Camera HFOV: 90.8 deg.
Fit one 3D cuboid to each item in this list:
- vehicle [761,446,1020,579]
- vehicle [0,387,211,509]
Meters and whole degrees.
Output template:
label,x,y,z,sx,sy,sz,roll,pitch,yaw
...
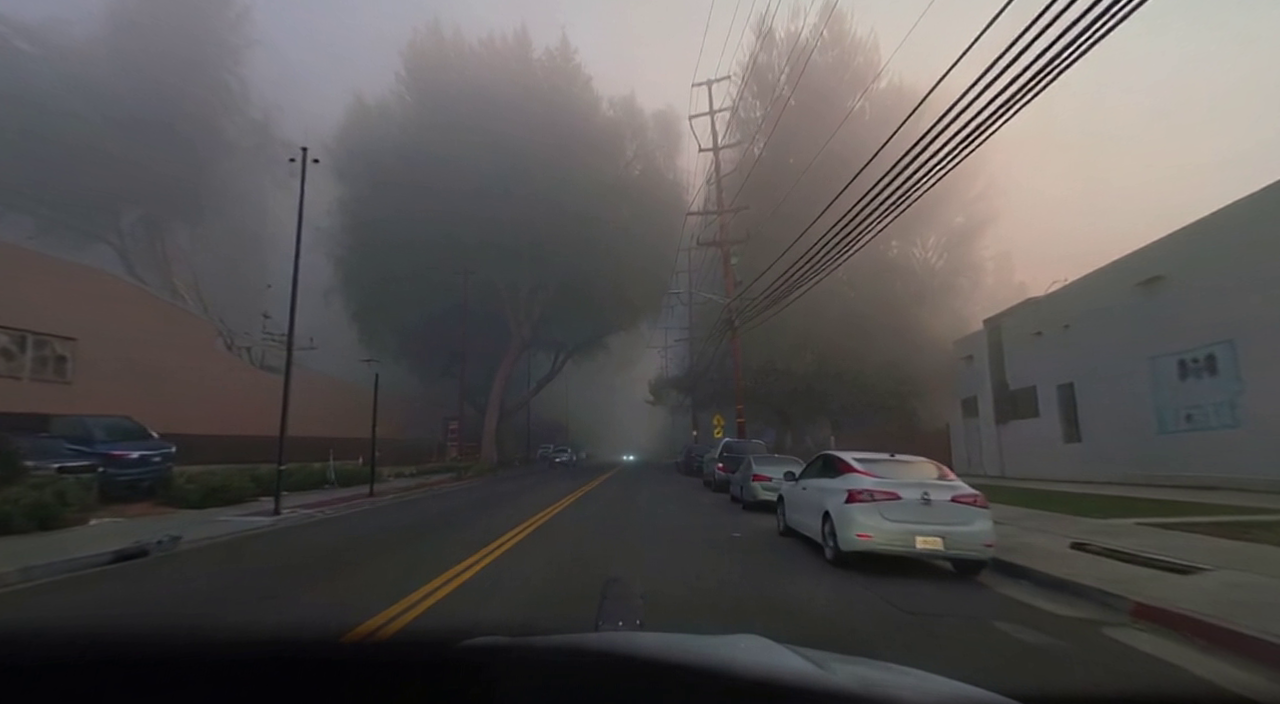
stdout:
label,x,y,z,sx,sy,sz,roll,pitch,yaw
vehicle,3.054,2.001,8.712,1.877,1.373,3.854,0,-8,-2
vehicle,-15.387,2.618,17.620,2.715,2.789,6.225,0,-8,-4
